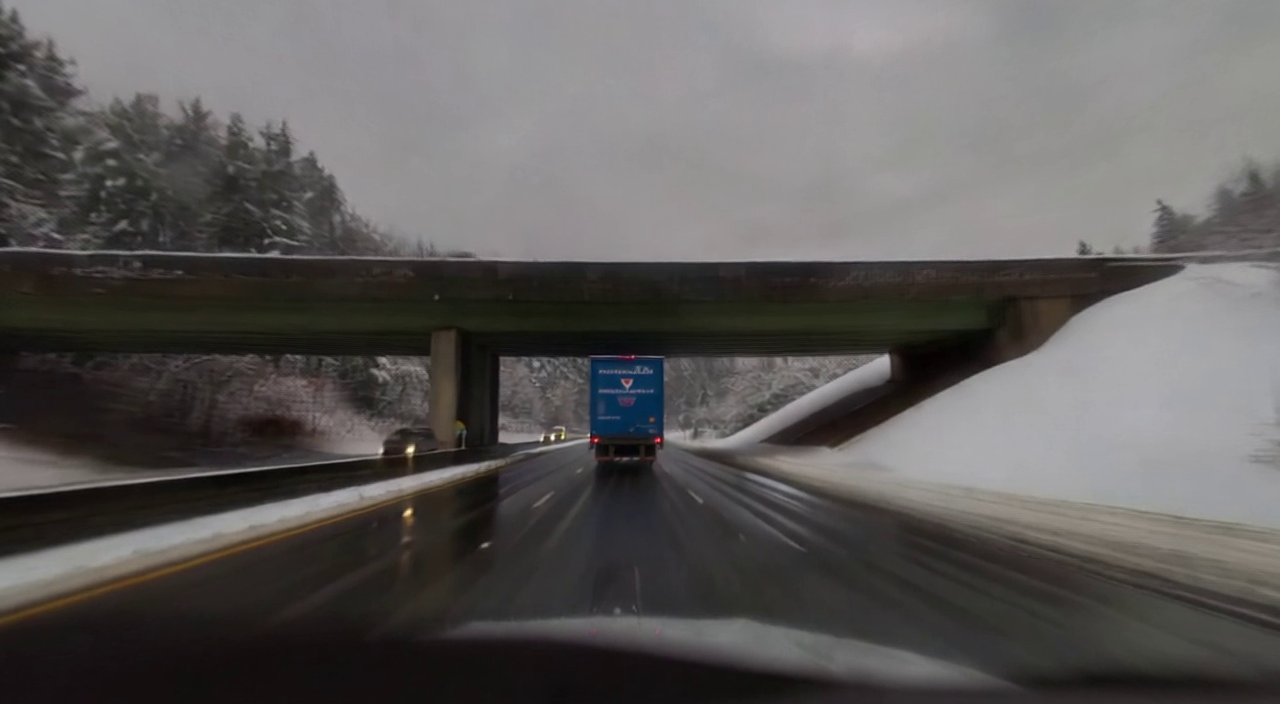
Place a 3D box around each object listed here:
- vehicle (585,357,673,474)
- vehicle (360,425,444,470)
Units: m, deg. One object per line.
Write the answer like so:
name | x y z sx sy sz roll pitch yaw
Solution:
vehicle | -0.604 2.772 26.192 2.895 3.861 10.213 0 -8 -3
vehicle | -8.812 3.560 23.626 1.828 1.533 3.432 0 -8 0
